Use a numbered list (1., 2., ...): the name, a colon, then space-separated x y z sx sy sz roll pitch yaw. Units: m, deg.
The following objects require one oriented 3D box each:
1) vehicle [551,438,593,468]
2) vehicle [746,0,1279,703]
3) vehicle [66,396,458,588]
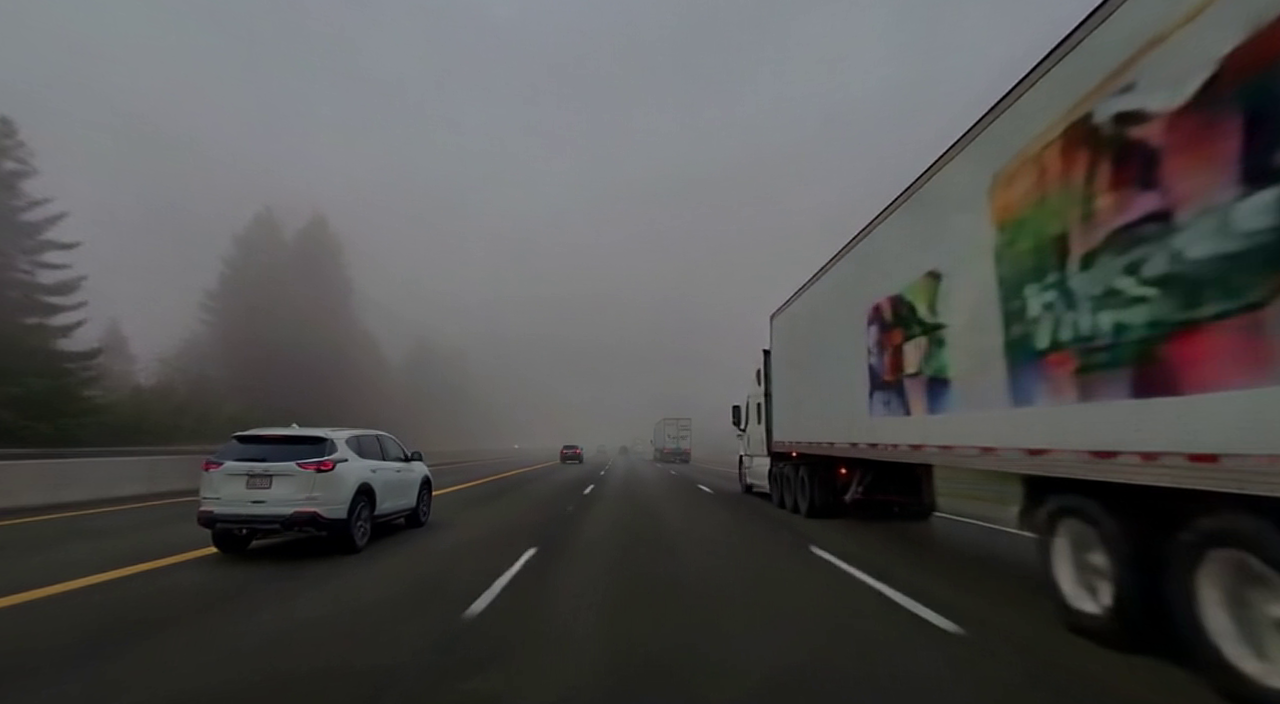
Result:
1. vehicle: -4.047 6.113 38.127 2.139 1.716 4.530 0 -9 -1
2. vehicle: 4.175 0.465 7.966 2.933 4.016 13.949 0 -9 -1
3. vehicle: -4.166 1.643 8.176 2.202 1.760 4.617 0 -9 0
